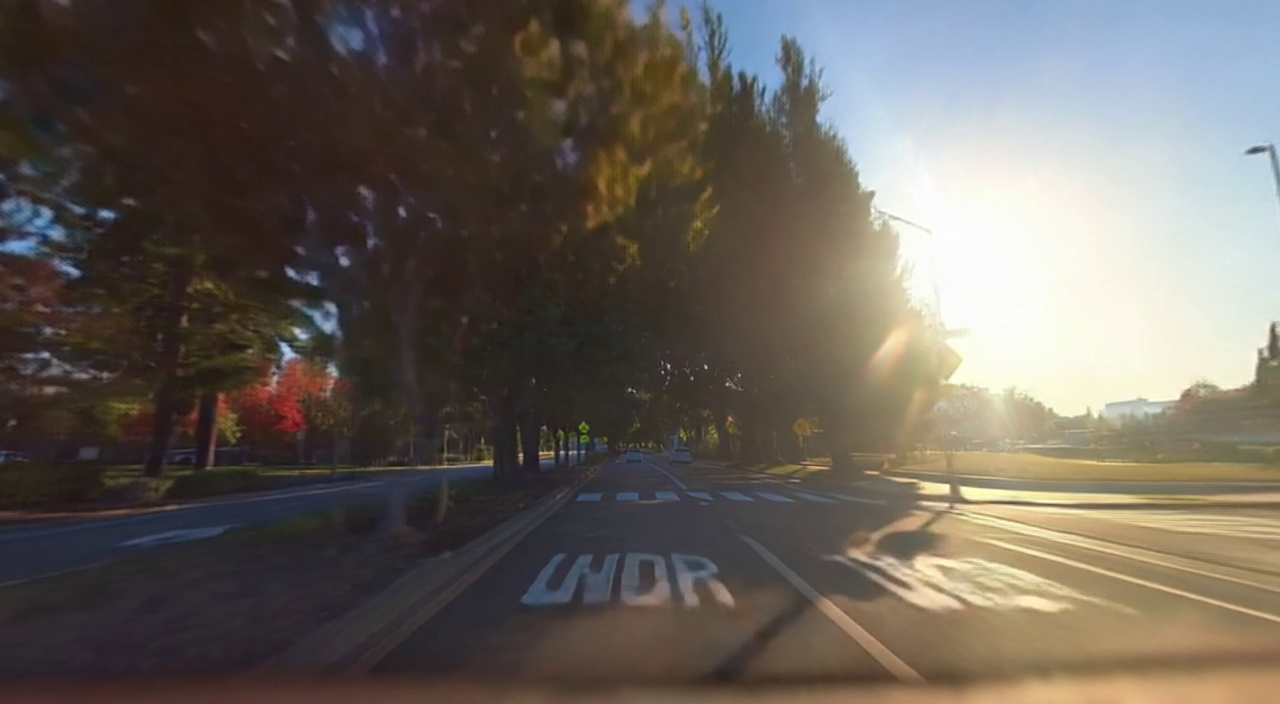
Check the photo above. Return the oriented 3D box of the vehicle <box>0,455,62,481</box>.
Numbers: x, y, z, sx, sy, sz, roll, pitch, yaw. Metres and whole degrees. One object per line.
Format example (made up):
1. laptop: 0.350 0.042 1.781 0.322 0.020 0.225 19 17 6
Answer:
1. vehicle: -42.197 7.730 42.230 5.040 1.660 1.996 0 -9 -1

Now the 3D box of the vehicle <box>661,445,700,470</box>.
1. vehicle: 2.629 6.934 41.767 2.142 1.501 4.273 0 -9 -2
